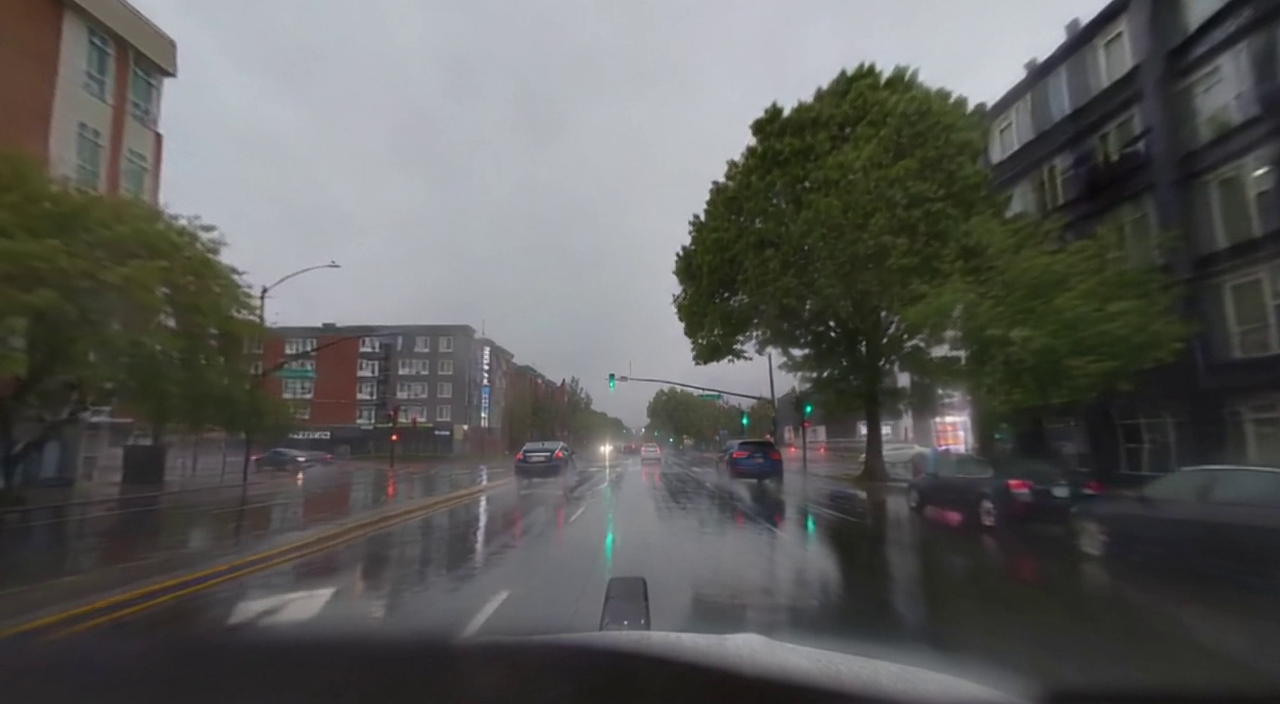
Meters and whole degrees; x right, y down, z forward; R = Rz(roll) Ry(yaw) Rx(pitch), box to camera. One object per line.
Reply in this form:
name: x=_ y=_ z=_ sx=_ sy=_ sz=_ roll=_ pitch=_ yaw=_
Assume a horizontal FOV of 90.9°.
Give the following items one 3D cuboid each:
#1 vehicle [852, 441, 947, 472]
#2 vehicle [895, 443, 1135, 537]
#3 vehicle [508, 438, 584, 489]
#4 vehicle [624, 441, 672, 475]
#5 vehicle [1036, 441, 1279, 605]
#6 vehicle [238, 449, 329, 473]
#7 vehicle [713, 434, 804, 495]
vehicle: x=15.877 y=6.401 z=38.745 sx=4.921 sy=1.841 sz=1.957 roll=0 pitch=-8 yaw=0
vehicle: x=6.936 y=2.543 z=12.339 sx=2.022 sy=1.491 sz=4.194 roll=0 pitch=-8 yaw=-1
vehicle: x=-3.007 y=3.661 z=20.987 sx=1.860 sy=1.510 sz=4.073 roll=0 pitch=-8 yaw=1
vehicle: x=0.357 y=5.005 z=29.975 sx=2.103 sy=1.468 sz=4.094 roll=0 pitch=-8 yaw=0
vehicle: x=6.772 y=1.690 z=6.641 sx=1.920 sy=1.473 sz=4.898 roll=0 pitch=-8 yaw=-2
vehicle: x=-23.580 y=7.202 z=41.784 sx=4.890 sy=1.514 sz=1.908 roll=0 pitch=-8 yaw=0
vehicle: x=3.429 y=3.347 z=19.062 sx=1.987 sy=1.637 sz=3.896 roll=0 pitch=-8 yaw=0
